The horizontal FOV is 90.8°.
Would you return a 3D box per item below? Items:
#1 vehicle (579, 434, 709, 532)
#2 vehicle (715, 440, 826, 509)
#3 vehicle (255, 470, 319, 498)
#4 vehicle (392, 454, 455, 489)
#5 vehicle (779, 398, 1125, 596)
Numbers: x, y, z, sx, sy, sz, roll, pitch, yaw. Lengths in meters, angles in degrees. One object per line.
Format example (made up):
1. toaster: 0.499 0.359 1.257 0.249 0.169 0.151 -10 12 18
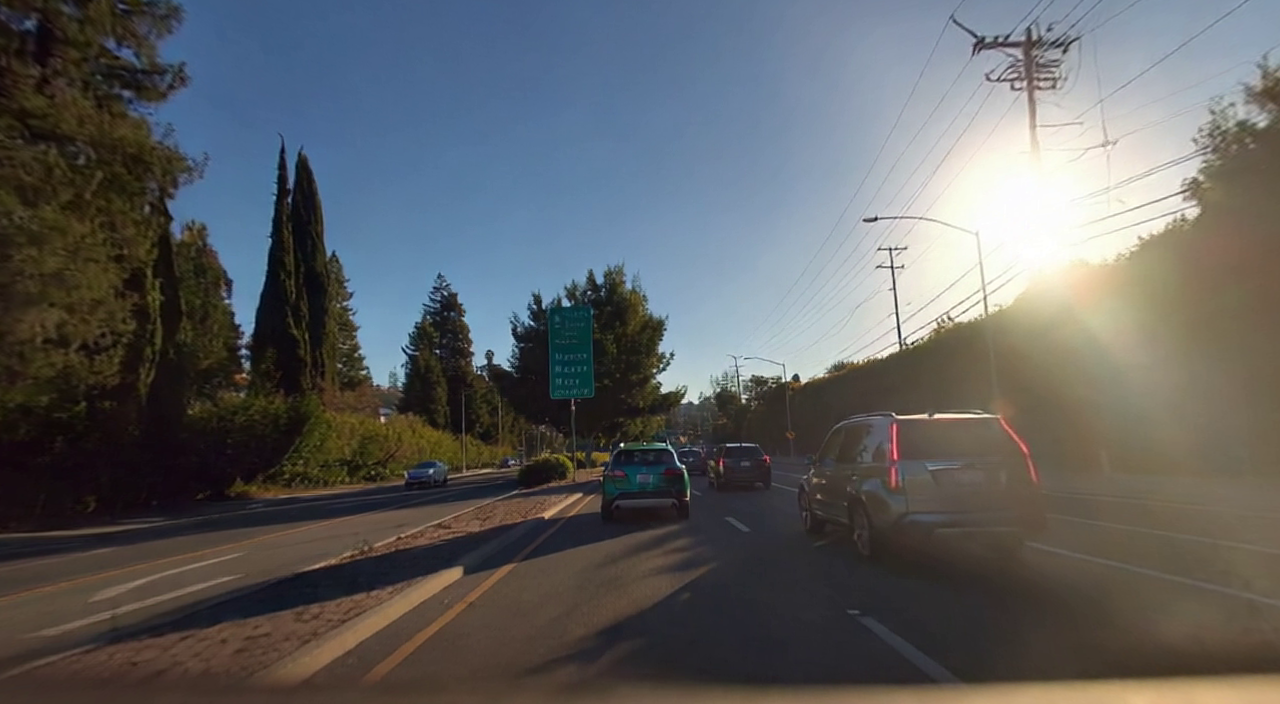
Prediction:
1. vehicle: 0.041 2.529 12.842 2.199 1.641 4.232 0 -8 -1
2. vehicle: 3.316 3.188 16.924 2.064 1.591 4.081 0 -8 0
3. vehicle: -22.576 8.447 40.576 1.847 1.554 3.926 0 -8 0
4. vehicle: -13.013 7.185 38.364 2.107 1.931 5.015 0 -8 -1
5. vehicle: 3.401 1.683 8.228 2.097 1.818 4.625 0 -8 0
